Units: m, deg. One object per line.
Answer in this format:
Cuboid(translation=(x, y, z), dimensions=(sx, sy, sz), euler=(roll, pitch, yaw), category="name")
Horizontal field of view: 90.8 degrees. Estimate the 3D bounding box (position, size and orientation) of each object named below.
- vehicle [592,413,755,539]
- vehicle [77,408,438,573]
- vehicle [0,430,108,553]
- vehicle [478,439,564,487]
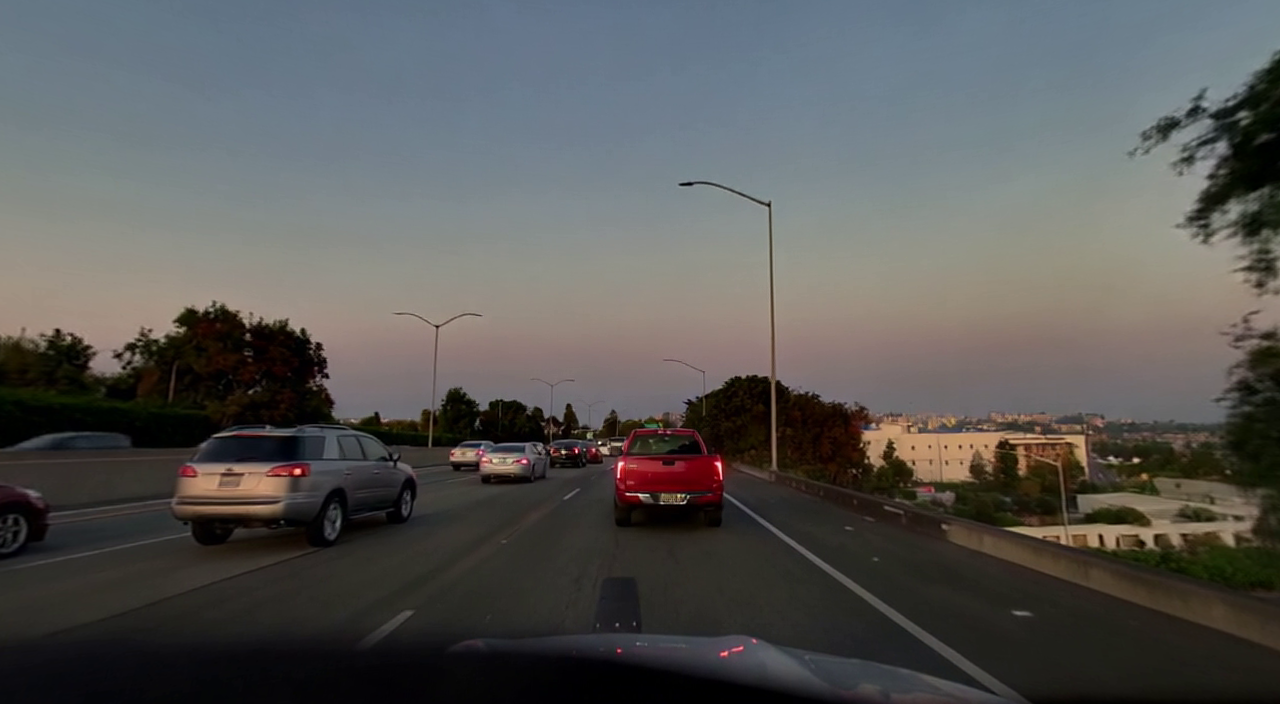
Cuboid(translation=(0.520, 2.050, 10.983), dimensions=(2.235, 1.716, 4.435), euler=(-1, -9, 2), category="vehicle")
Cuboid(translation=(-4.730, 1.775, 8.836), dimensions=(2.076, 1.688, 4.334), euler=(-1, -9, 5), category="vehicle")
Cuboid(translation=(-8.917, 1.618, 7.067), dimensions=(1.892, 1.498, 4.417), euler=(-1, -9, 3), category="vehicle")
Cuboid(translation=(-3.943, 3.741, 21.656), dimensions=(1.868, 1.470, 4.105), euler=(-1, -9, 4), category="vehicle")
